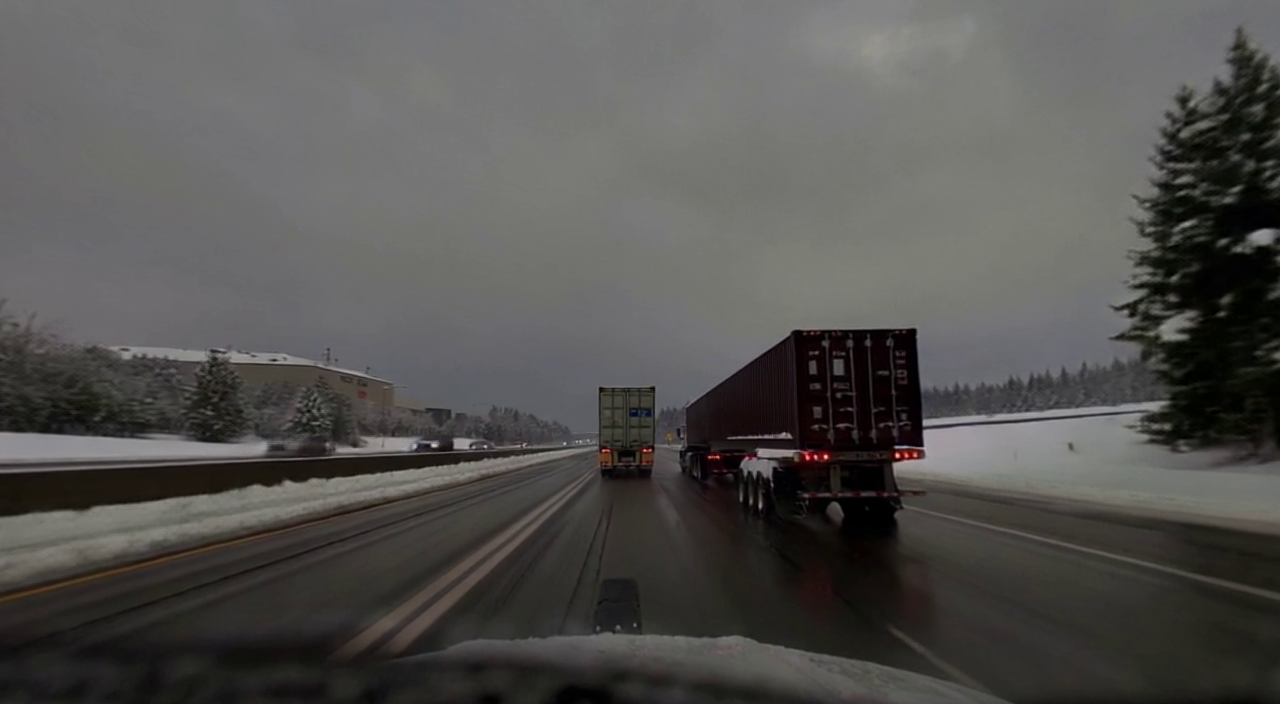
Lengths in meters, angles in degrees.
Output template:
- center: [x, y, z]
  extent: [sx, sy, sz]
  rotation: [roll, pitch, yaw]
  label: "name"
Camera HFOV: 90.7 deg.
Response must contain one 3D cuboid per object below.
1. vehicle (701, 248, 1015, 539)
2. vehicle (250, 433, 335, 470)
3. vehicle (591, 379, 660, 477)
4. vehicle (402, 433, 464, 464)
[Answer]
- center: [3.587, 1.459, 15.167]
  extent: [2.803, 4.072, 12.744]
  rotation: [0, -9, -1]
  label: "vehicle"
- center: [-17.043, 4.887, 31.290]
  extent: [1.905, 1.684, 4.215]
  rotation: [0, -9, -3]
  label: "vehicle"
- center: [-0.546, 4.037, 32.410]
  extent: [2.841, 4.071, 12.046]
  rotation: [-1, -8, 1]
  label: "vehicle"
- center: [-13.180, 6.186, 40.659]
  extent: [2.220, 1.787, 5.560]
  rotation: [0, -9, -1]
  label: "vehicle"
